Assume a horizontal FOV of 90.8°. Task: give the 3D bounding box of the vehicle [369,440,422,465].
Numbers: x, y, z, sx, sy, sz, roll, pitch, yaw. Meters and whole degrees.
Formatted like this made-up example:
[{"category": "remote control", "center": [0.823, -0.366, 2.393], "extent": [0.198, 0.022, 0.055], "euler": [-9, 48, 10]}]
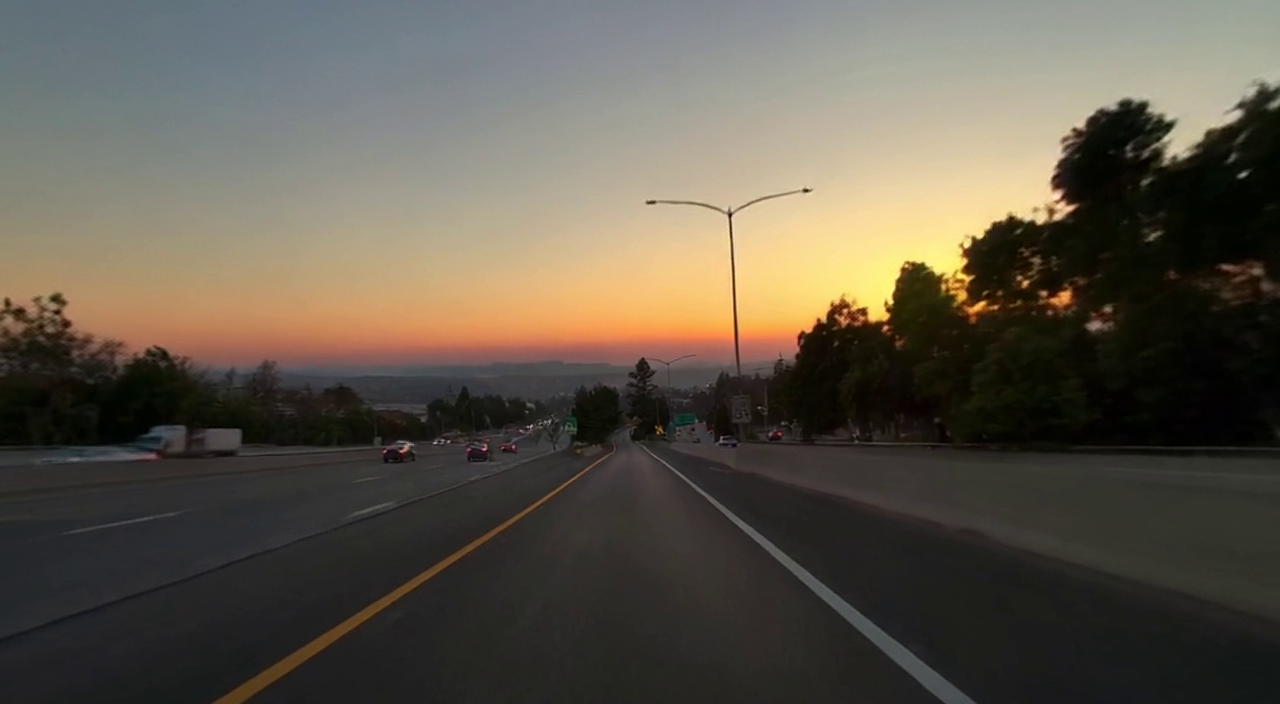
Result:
[{"category": "vehicle", "center": [-17.902, 7.341, 46.512], "extent": [2.126, 1.671, 5.173], "euler": [0, -8, -4]}]
